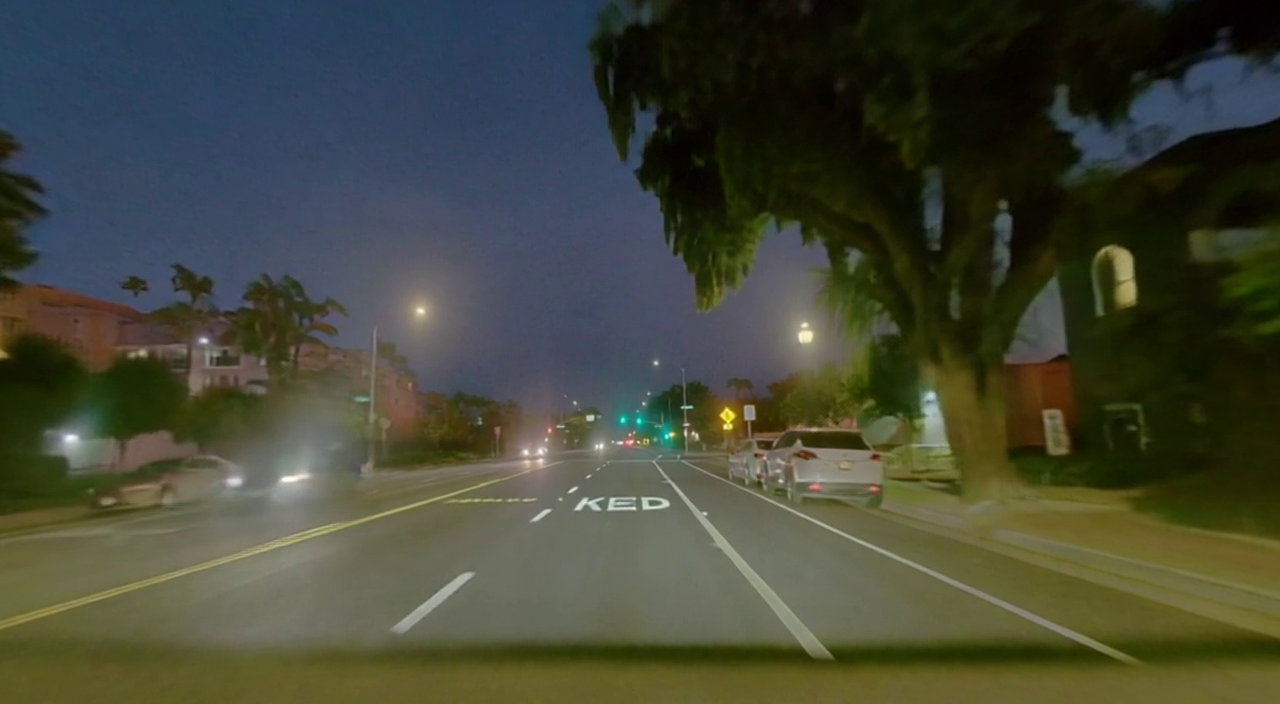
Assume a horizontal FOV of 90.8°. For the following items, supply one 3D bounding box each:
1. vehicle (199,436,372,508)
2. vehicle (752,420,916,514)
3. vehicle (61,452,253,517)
[{"bbox_3d":[-9.681,3.282,17.834,2.252,1.737,4.544,0,-8,0],"label":"vehicle"},{"bbox_3d":[4.075,2.515,14.352,2.220,1.752,4.782,0,-8,0],"label":"vehicle"},{"bbox_3d":[-14.046,3.839,18.850,1.983,1.608,4.699,0,-8,0],"label":"vehicle"}]
